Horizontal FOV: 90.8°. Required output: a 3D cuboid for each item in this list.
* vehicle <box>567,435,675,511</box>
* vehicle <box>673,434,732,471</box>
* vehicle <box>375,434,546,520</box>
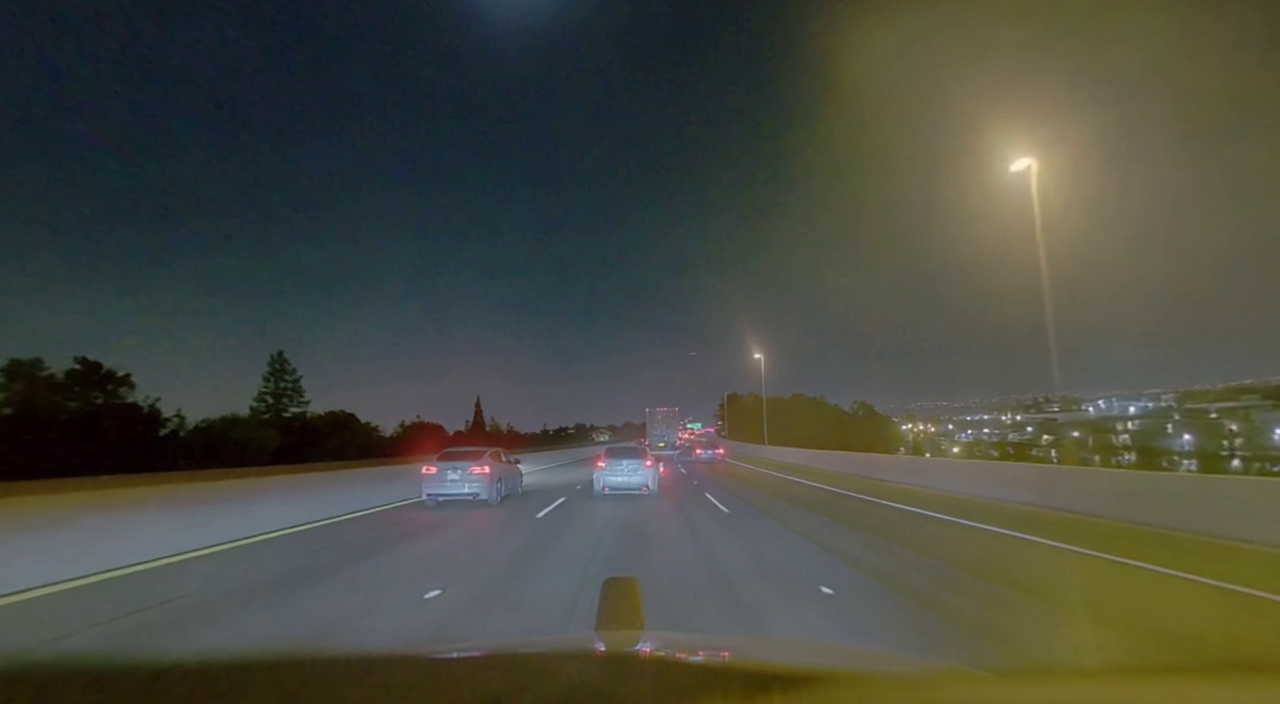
[{"bbox_3d":[-0.329,2.689,14.505,2.136,1.470,3.971,-1,-9,1],"label":"vehicle"},{"bbox_3d":[2.983,4.933,31.123,2.166,1.666,4.618,0,-9,-3],"label":"vehicle"},{"bbox_3d":[-3.542,2.586,13.678,2.130,1.474,5.027,-1,-9,1],"label":"vehicle"}]
